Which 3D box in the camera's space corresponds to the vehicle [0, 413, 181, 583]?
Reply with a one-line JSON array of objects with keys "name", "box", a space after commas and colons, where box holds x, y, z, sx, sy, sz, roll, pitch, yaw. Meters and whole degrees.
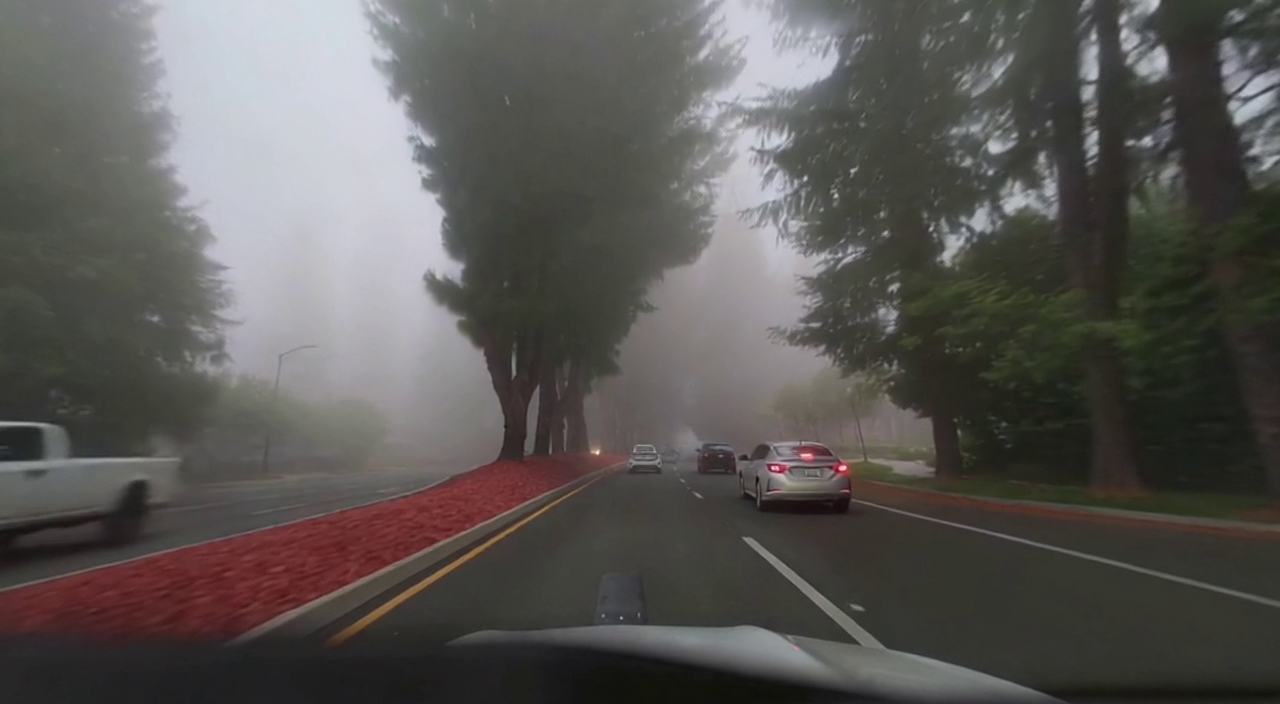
[{"name": "vehicle", "box": [-8.239, 1.714, 7.573, 2.066, 1.890, 4.695, 0, -9, -3]}]

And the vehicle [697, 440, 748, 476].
[{"name": "vehicle", "box": [4.102, 5.333, 32.031, 2.074, 1.652, 4.340, 0, -9, 1]}]

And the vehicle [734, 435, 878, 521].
[{"name": "vehicle", "box": [3.313, 2.602, 13.560, 1.985, 1.529, 4.147, 0, -9, 0]}]

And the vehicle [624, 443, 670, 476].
[{"name": "vehicle", "box": [0.374, 5.179, 30.560, 2.082, 1.473, 4.028, 0, -9, 2]}]
